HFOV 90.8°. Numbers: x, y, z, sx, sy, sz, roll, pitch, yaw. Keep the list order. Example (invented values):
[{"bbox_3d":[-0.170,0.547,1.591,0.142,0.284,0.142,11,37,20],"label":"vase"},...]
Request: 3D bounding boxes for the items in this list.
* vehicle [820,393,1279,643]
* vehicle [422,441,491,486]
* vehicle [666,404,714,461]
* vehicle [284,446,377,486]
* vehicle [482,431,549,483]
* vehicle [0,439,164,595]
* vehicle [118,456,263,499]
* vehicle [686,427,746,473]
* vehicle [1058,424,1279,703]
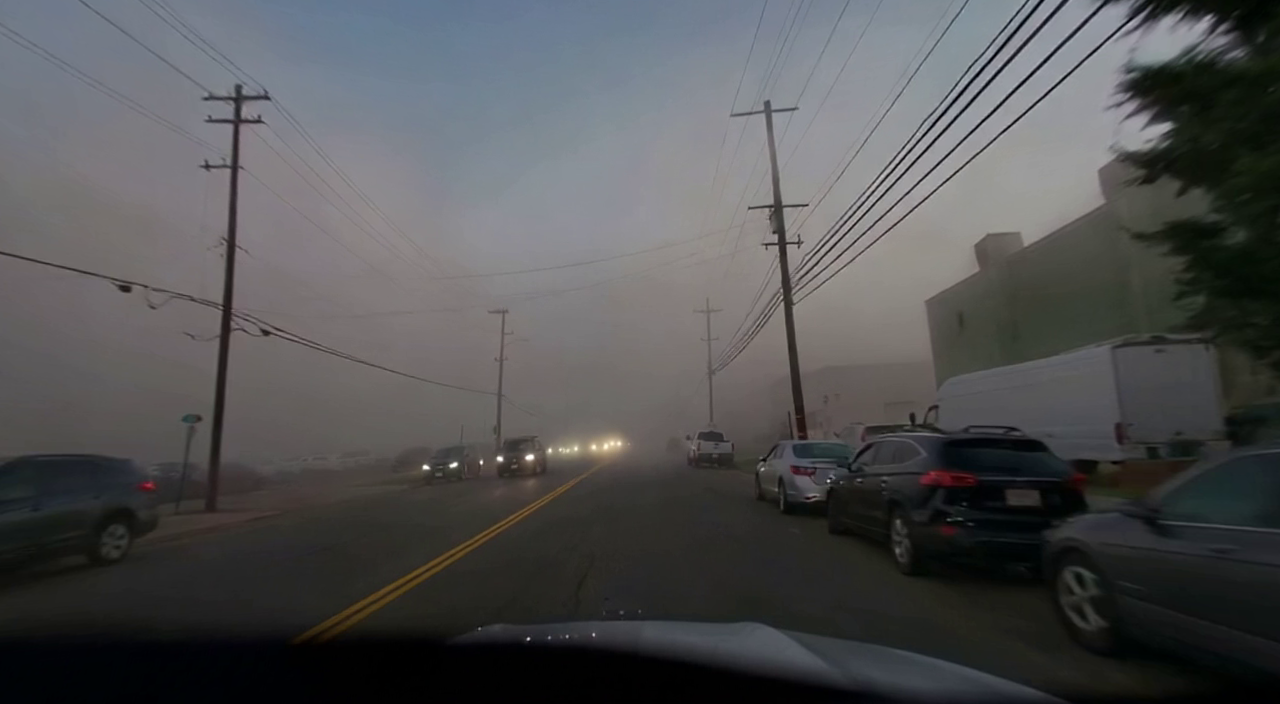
[{"bbox_3d":[3.598,1.497,6.810,1.911,1.654,5.061,0,-9,1],"label":"vehicle"},{"bbox_3d":[-8.339,5.071,29.041,1.921,1.750,4.208,-4,-9,-1],"label":"vehicle"},{"bbox_3d":[3.549,6.082,46.884,2.874,3.757,8.612,0,-9,0],"label":"vehicle"},{"bbox_3d":[-14.286,5.268,29.515,2.016,1.721,4.410,-1,-9,1],"label":"vehicle"},{"bbox_3d":[-5.324,4.564,27.664,2.254,1.963,4.823,-2,-9,-5],"label":"vehicle"},{"bbox_3d":[-8.421,2.032,7.748,1.909,1.778,4.383,-3,-8,-2],"label":"vehicle"},{"bbox_3d":[-17.253,4.823,24.412,4.136,1.510,1.842,0,-9,0],"label":"vehicle"},{"bbox_3d":[3.564,4.795,30.896,2.249,2.026,6.211,0,-9,1],"label":"vehicle"},{"bbox_3d":[3.533,0.869,1.614,1.948,1.433,4.385,0,-9,1],"label":"vehicle"}]
